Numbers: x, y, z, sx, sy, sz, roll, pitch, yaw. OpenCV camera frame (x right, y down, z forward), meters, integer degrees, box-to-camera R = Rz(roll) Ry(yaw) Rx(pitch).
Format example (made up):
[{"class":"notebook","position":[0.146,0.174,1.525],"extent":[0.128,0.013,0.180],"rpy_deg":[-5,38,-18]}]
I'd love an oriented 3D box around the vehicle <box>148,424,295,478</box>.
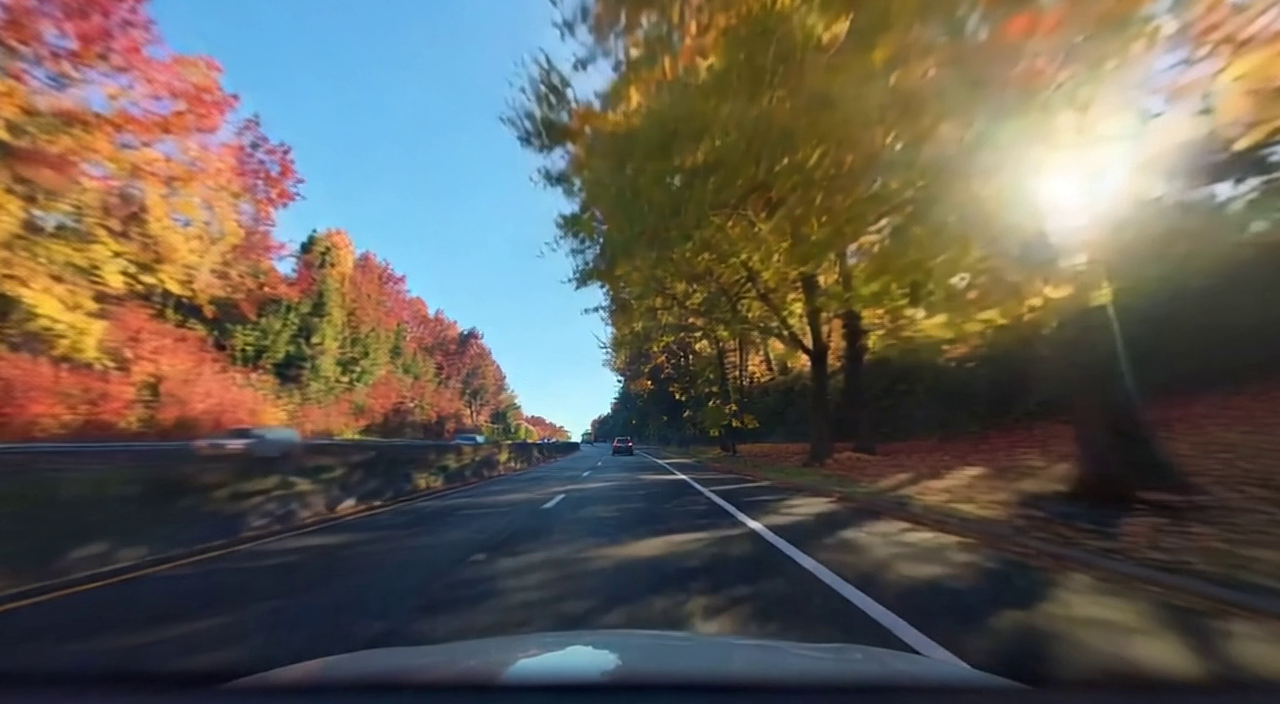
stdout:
[{"class":"vehicle","position":[-14.263,3.405,21.851],"extent":[1.949,1.646,4.601],"rpy_deg":[0,-8,0]}]

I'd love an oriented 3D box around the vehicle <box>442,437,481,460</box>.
[{"class":"vehicle","position":[-12.318,6.656,43.560],"extent":[1.690,1.462,3.597],"rpy_deg":[0,-8,-1]}]
